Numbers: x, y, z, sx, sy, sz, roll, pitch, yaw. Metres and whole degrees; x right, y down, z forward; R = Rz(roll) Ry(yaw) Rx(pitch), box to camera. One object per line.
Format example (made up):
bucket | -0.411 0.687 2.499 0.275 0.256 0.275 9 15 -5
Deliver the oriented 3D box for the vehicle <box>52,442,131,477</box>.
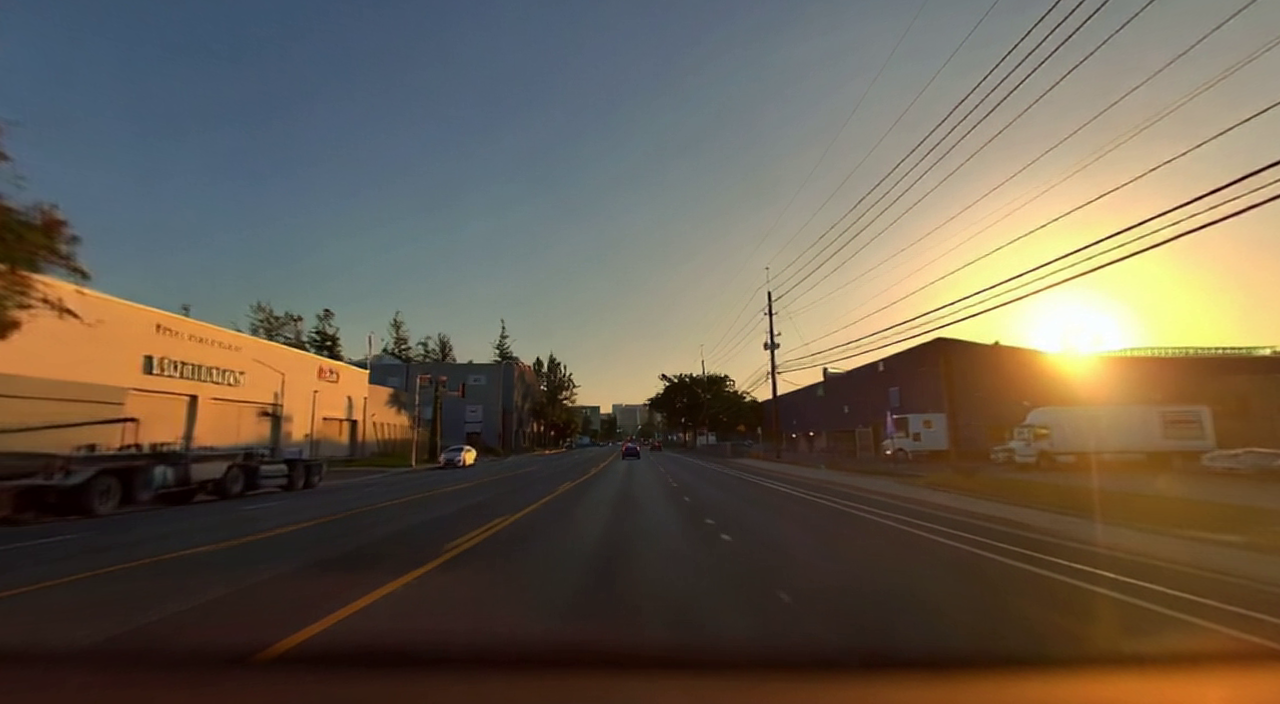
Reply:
vehicle | -31.606 6.143 36.347 4.992 1.876 2.169 -6 -10 35

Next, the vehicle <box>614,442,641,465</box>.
vehicle | -0.879 7.407 46.218 1.937 1.588 3.746 0 -8 0

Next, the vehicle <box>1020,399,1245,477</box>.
vehicle | 24.620 4.366 31.978 8.701 3.665 2.906 0 -8 1

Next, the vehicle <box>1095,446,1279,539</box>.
vehicle | 11.753 2.581 11.970 4.758 1.496 1.871 -1 -9 0
